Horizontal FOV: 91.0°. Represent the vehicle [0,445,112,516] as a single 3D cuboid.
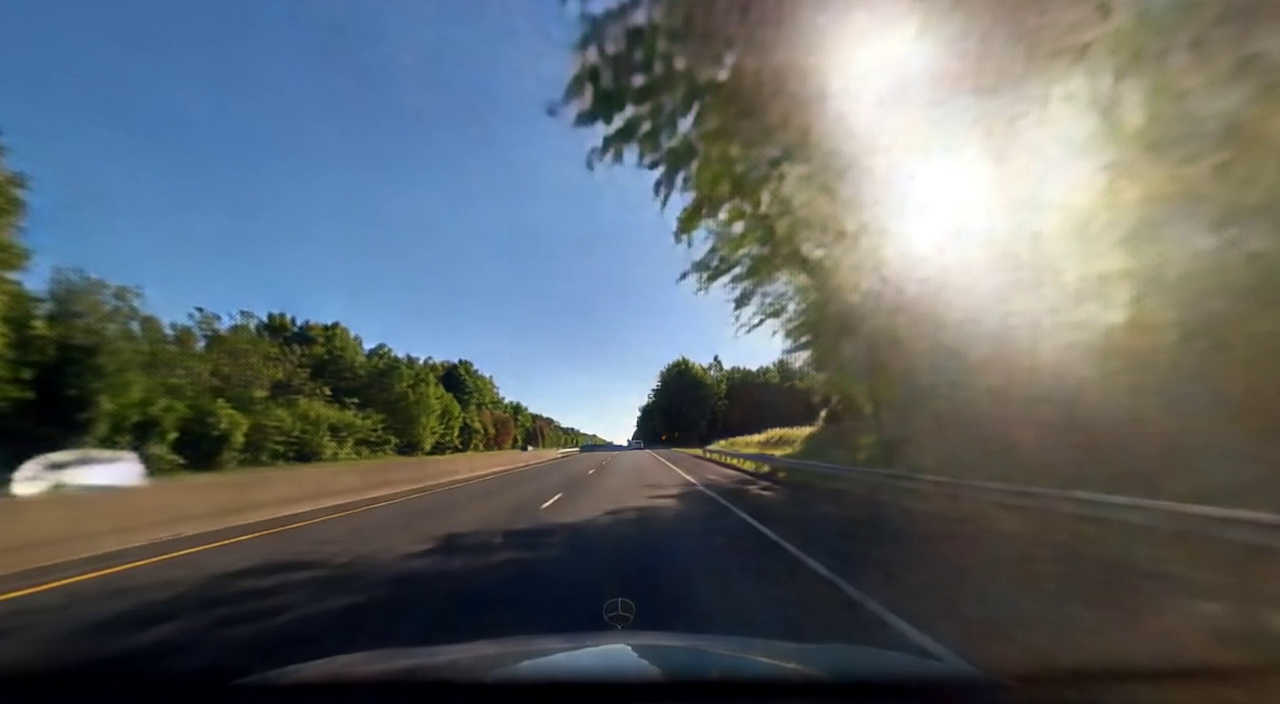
[{"bbox_3d":[-16.304,3.247,16.167,1.892,1.661,4.143,0,-8,-1],"label":"vehicle"}]
